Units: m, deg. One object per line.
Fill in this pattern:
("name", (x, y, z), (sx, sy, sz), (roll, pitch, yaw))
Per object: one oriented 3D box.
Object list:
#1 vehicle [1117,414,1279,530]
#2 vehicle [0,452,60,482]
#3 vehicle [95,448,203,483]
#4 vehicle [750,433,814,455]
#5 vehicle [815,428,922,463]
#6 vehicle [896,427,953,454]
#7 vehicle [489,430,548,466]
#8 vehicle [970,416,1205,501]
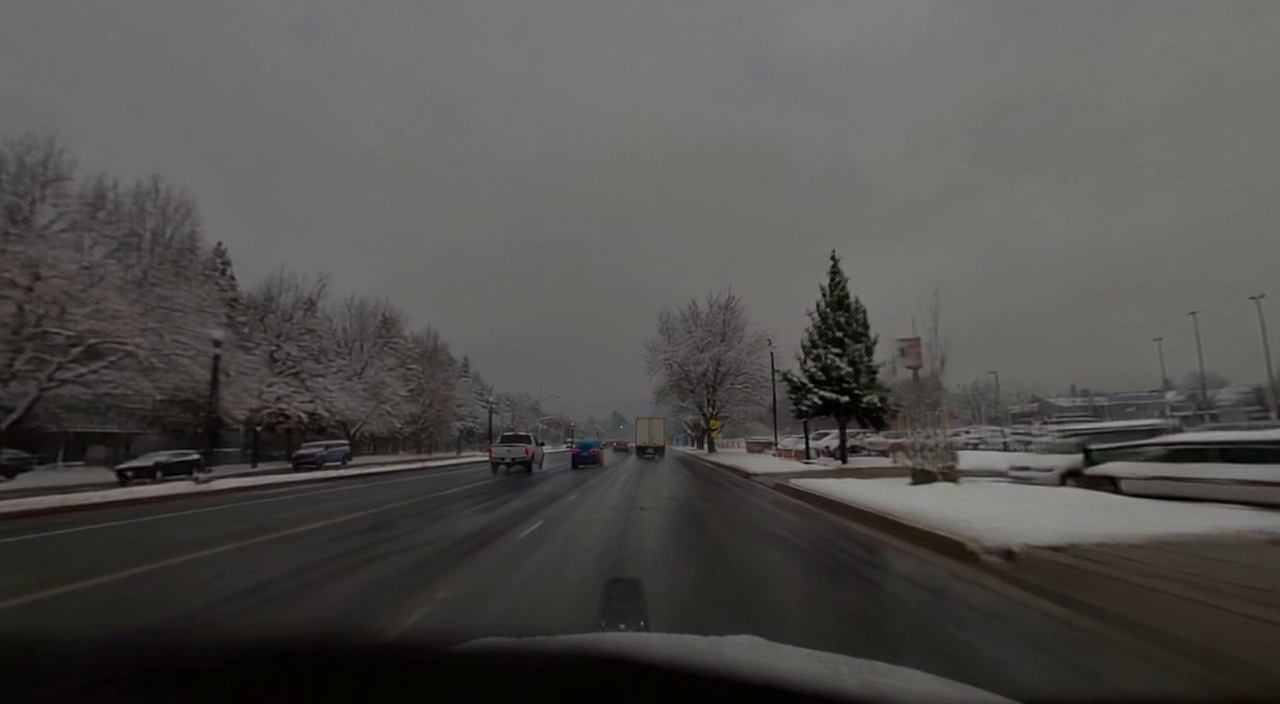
("vehicle", (9.410, 1.629, 8.681), (2.097, 1.497, 4.685), (0, -8, 2))
("vehicle", (-33.613, 6.043, 33.329), (4.071, 1.495, 1.741), (0, -8, -2))
("vehicle", (-25.978, 5.980, 33.600), (1.918, 1.687, 4.653), (0, -8, 1))
("vehicle", (10.695, 6.952, 47.551), (4.346, 1.595, 1.964), (0, -8, 0))
("vehicle", (11.485, 4.761, 31.957), (4.655, 1.688, 1.876), (0, -8, 1))
("vehicle", (20.270, 6.364, 45.114), (1.983, 1.782, 4.920), (-1, -8, 3))
("vehicle", (-6.761, 5.439, 35.753), (2.149, 1.893, 5.187), (0, -8, 2))
("vehicle", (9.459, 2.296, 13.921), (1.956, 1.551, 4.439), (0, -8, 1))
